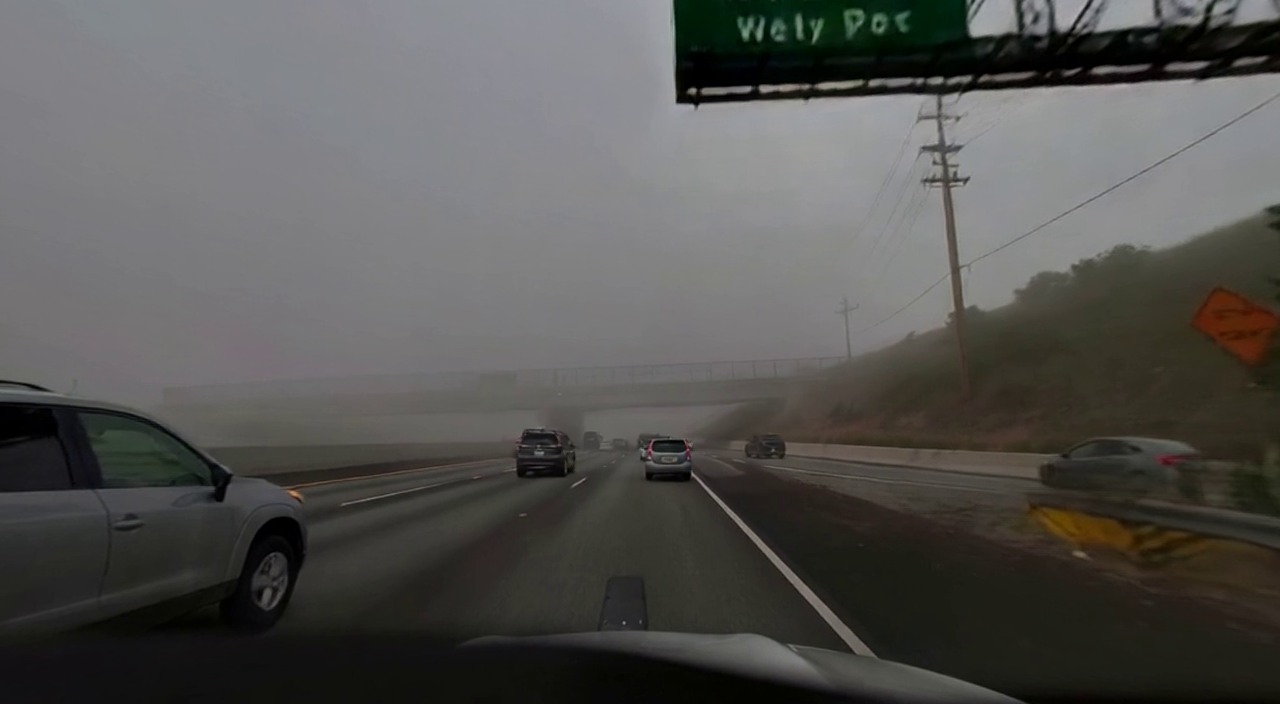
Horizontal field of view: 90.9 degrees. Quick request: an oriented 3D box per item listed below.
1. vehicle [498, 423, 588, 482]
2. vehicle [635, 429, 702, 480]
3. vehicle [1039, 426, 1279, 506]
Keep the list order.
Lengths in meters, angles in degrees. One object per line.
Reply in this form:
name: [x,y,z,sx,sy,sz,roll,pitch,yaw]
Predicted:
vehicle: [-3.278,3.538,22.412,2.228,1.845,4.847,-1,-8,2]
vehicle: [0.932,3.677,22.797,2.193,1.651,3.946,0,-8,0]
vehicle: [14.545,3.188,18.120,2.059,1.938,4.793,3,-9,-20]
